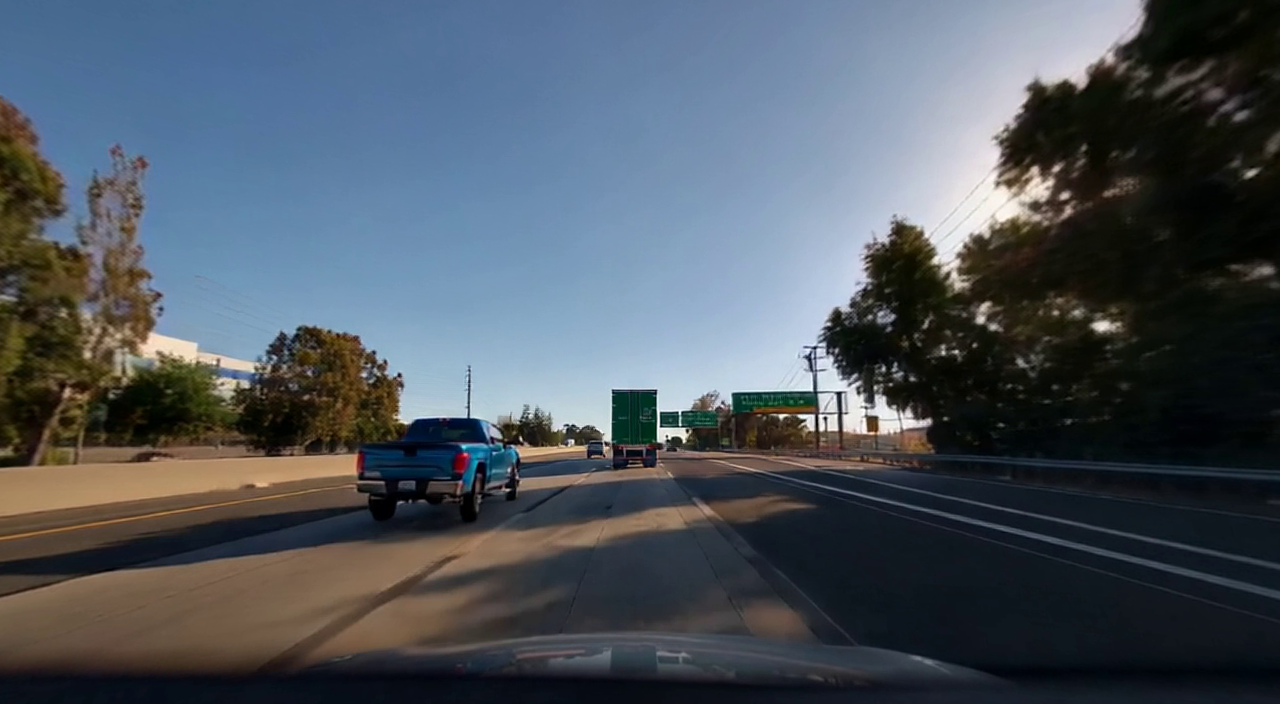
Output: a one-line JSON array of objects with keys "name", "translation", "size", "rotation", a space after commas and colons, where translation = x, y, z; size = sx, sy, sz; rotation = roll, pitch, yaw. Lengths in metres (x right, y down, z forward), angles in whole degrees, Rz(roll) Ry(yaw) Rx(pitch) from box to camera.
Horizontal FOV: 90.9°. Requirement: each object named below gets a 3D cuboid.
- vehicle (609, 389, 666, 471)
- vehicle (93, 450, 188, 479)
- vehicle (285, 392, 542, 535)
[{"name": "vehicle", "translation": [-0.095, 4.875, 38.433], "size": [2.879, 4.085, 13.125], "rotation": [0, -8, 0]}, {"name": "vehicle", "translation": [-29.534, 6.646, 37.475], "size": [1.876, 1.519, 4.652], "rotation": [0, -8, -1]}, {"name": "vehicle", "translation": [-3.937, 2.152, 12.846], "size": [2.749, 2.141, 6.515], "rotation": [0, -8, 1]}]
